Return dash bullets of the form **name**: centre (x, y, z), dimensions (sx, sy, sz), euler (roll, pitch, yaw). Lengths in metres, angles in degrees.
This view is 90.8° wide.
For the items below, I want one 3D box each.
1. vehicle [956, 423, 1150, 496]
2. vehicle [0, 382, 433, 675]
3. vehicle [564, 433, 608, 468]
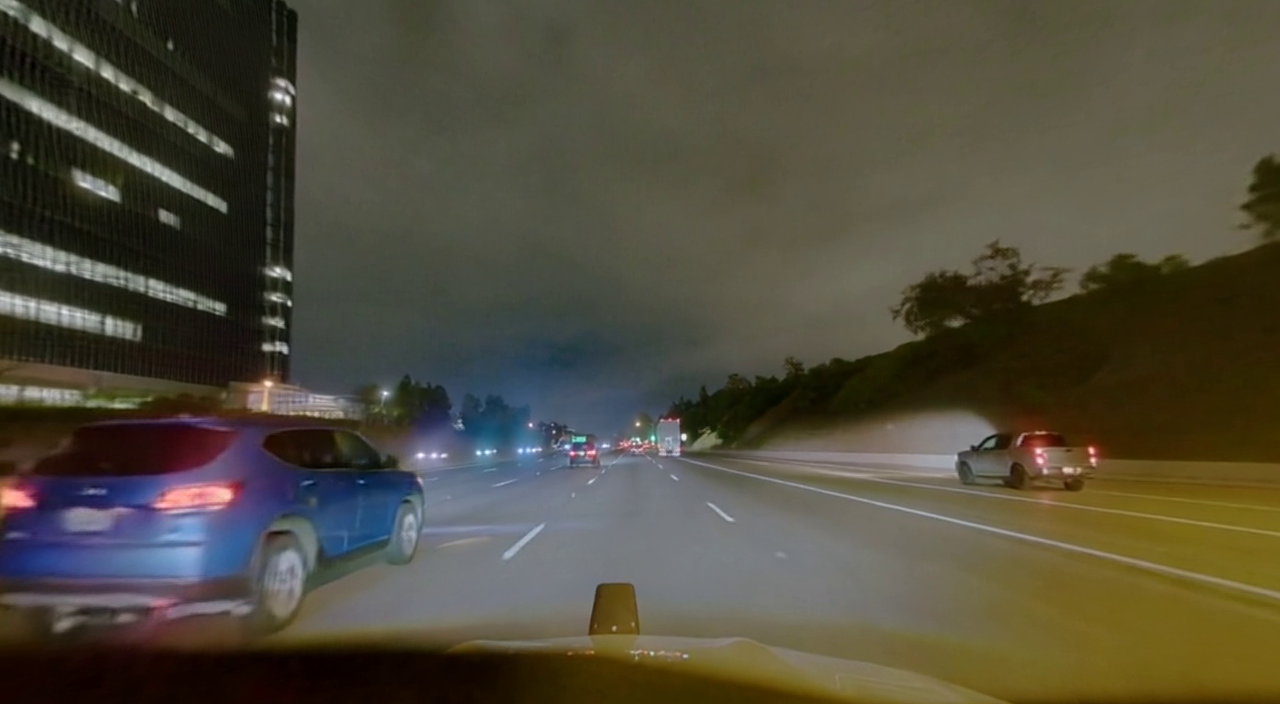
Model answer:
- **vehicle**: centre (11.593, 3.065, 18.336), dimensions (2.089, 1.787, 5.080), euler (0, -9, -1)
- **vehicle**: centre (-3.657, 1.365, 5.908), dimensions (2.039, 1.710, 4.237), euler (0, -9, -1)
- **vehicle**: centre (-3.302, 6.208, 39.817), dimensions (2.284, 2.022, 5.752), euler (0, -9, -1)
